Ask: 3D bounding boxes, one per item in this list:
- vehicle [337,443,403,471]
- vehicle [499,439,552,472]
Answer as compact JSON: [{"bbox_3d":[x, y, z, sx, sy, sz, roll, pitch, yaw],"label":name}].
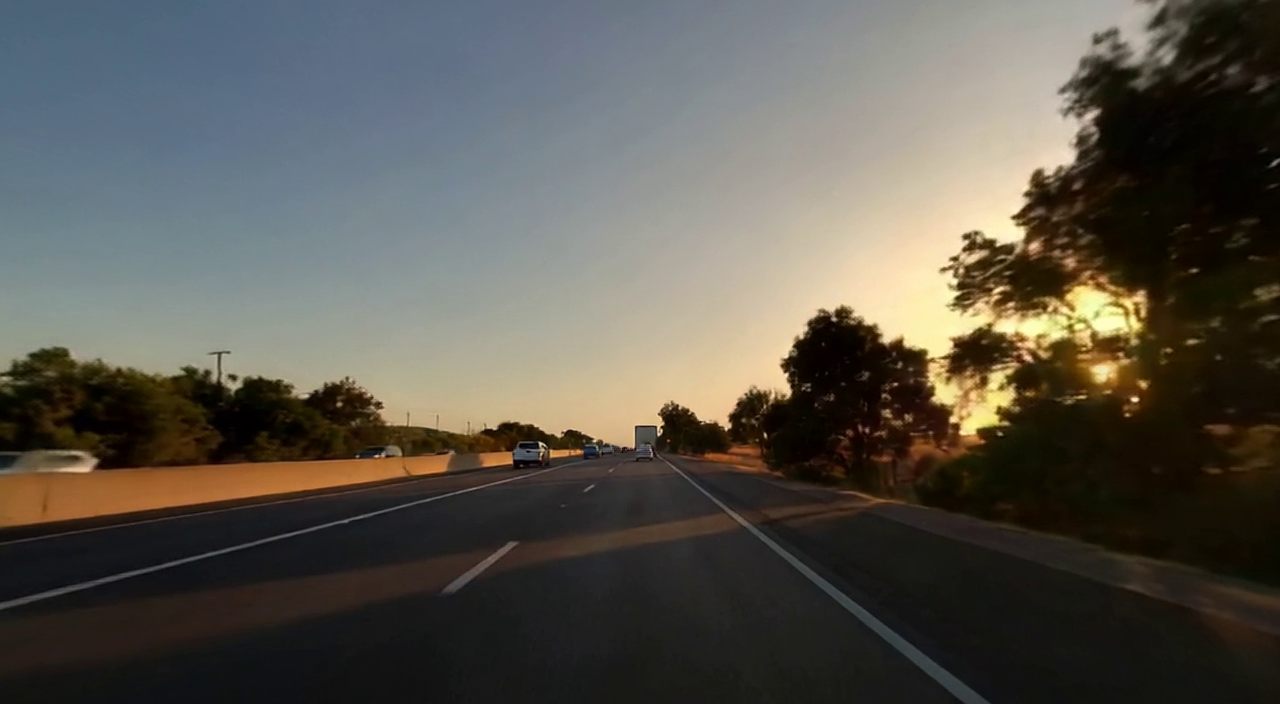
[{"bbox_3d":[-20.254,7.873,47.656,2.240,1.947,6.057,-1,-8,1],"label":"vehicle"},{"bbox_3d":[-6.899,6.300,38.605,2.193,1.866,4.807,0,-8,2],"label":"vehicle"}]
